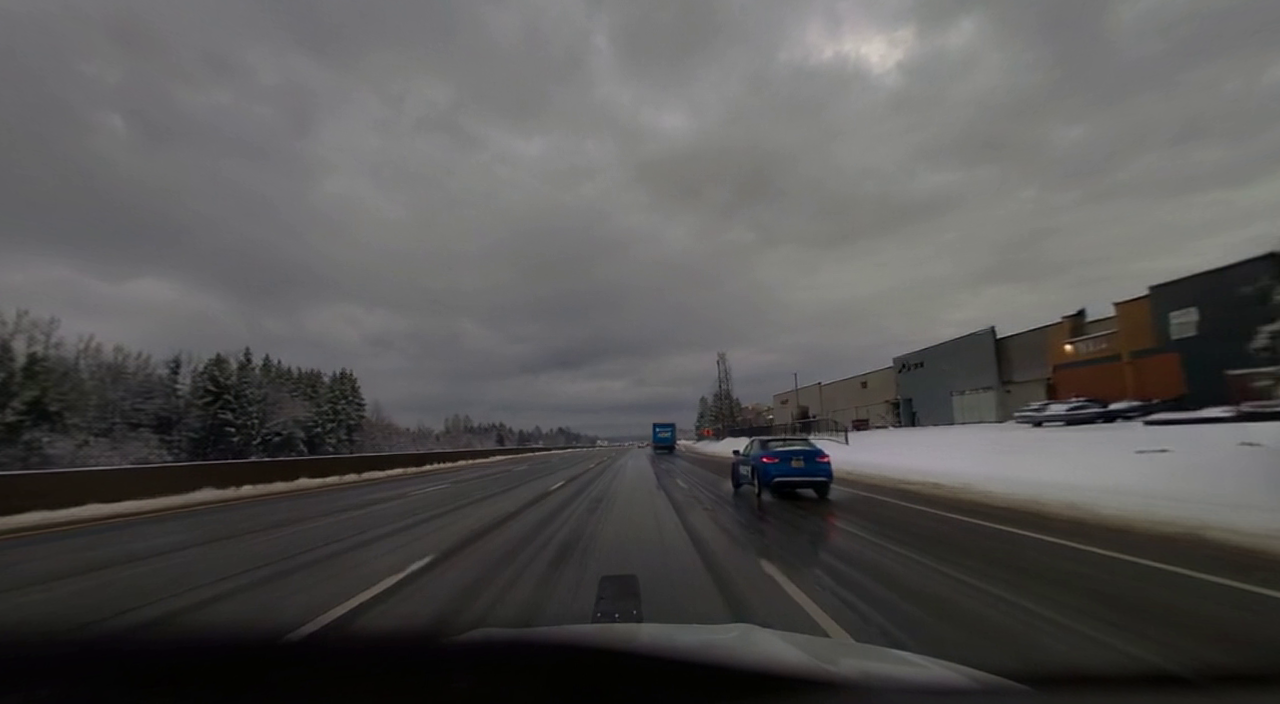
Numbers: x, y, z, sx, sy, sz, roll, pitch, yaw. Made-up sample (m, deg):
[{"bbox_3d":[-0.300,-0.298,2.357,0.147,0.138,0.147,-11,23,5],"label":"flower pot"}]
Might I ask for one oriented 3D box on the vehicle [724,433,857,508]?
[{"bbox_3d":[3.308,2.673,14.737,2.048,1.482,3.956,0,-8,-1],"label":"vehicle"}]
